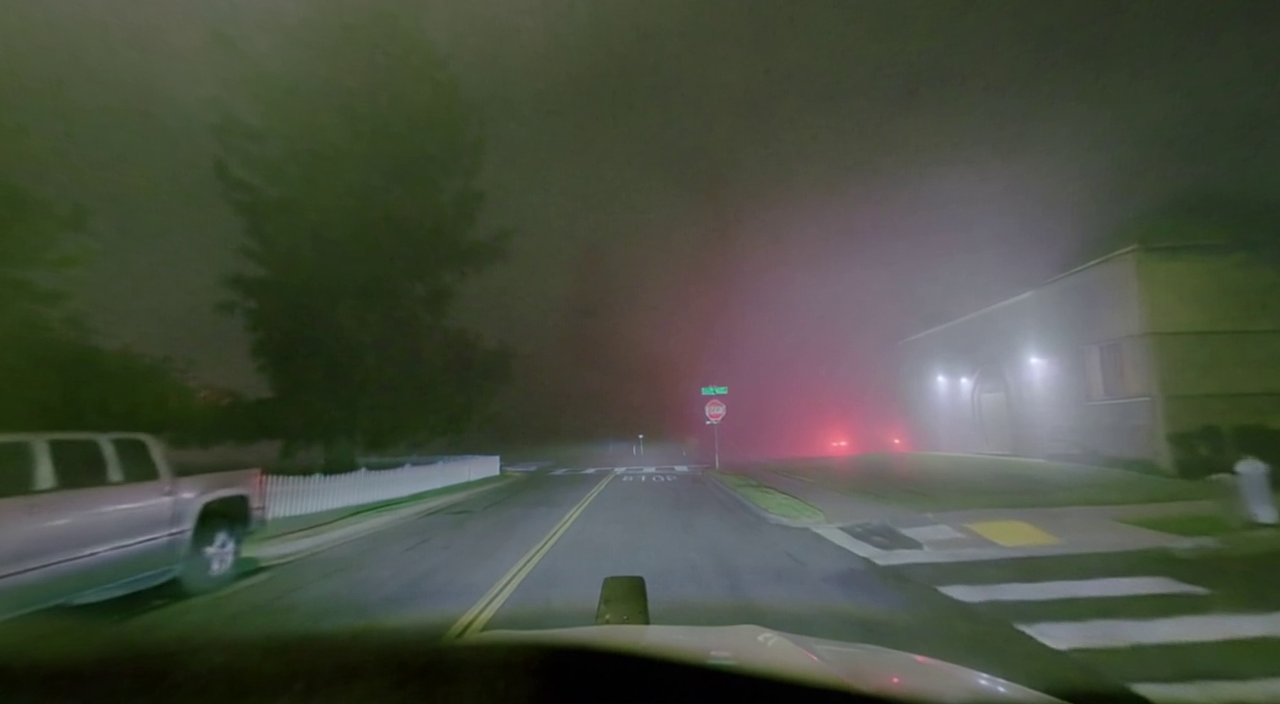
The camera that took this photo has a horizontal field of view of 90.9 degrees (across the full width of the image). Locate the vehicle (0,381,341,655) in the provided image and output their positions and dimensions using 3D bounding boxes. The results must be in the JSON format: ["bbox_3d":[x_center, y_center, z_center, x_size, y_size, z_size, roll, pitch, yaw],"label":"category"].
[{"bbox_3d":[-5.563,1.374,5.898,2.308,1.899,6.107,-1,-8,3],"label":"vehicle"}]
